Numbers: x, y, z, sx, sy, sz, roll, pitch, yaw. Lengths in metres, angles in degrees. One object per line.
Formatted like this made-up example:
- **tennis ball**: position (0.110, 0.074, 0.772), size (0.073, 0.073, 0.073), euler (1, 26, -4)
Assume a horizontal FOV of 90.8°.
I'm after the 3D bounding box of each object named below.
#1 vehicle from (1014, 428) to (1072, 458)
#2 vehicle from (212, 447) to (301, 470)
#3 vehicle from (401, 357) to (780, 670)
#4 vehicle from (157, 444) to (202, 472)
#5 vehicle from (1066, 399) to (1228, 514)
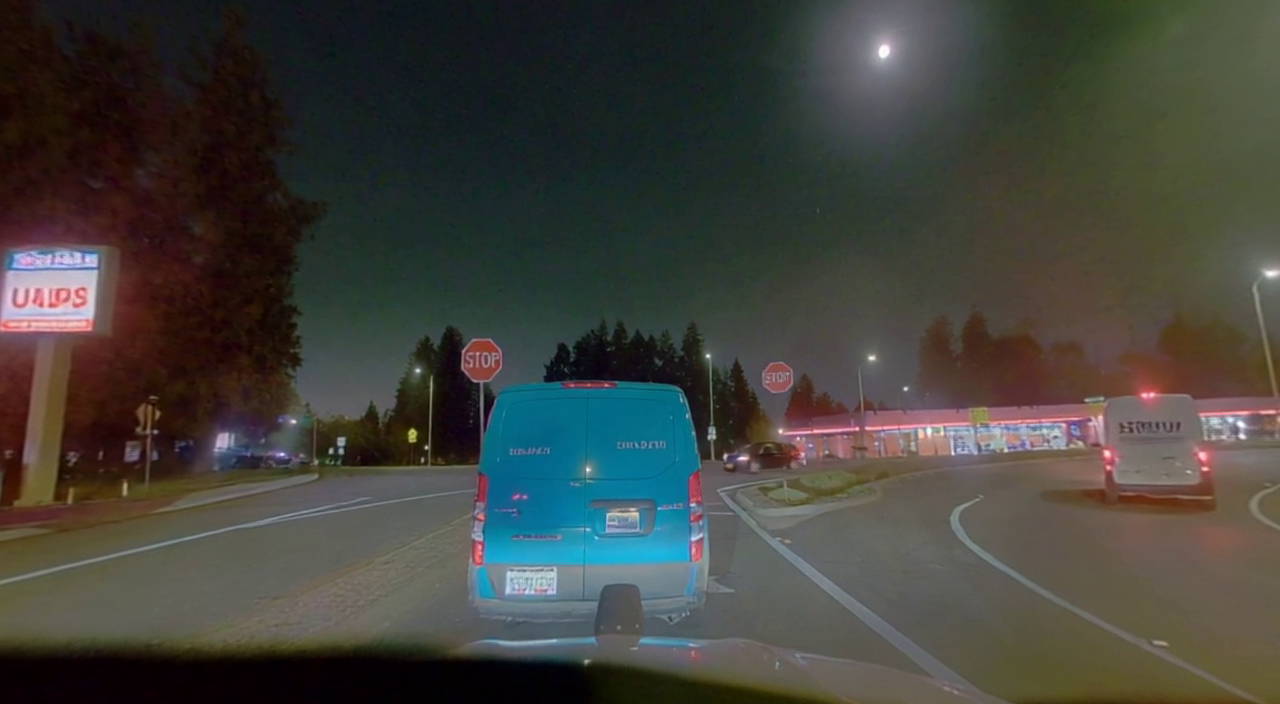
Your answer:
- **vehicle**: position (26.337, 5.945, 41.164), size (2.079, 1.797, 5.345), euler (-8, -12, 42)
- **vehicle**: position (-25.926, 7.187, 42.858), size (4.670, 1.472, 1.851), euler (1, -9, -9)
- **vehicle**: position (-0.198, 1.285, 6.089), size (2.237, 1.828, 4.546), euler (0, -9, 3)
- **vehicle**: position (-29.797, 6.846, 40.984), size (1.913, 1.682, 4.120), euler (5, -10, -31)
- **vehicle**: position (11.995, 2.435, 15.072), size (2.385, 2.196, 5.640), euler (-7, -11, 38)
